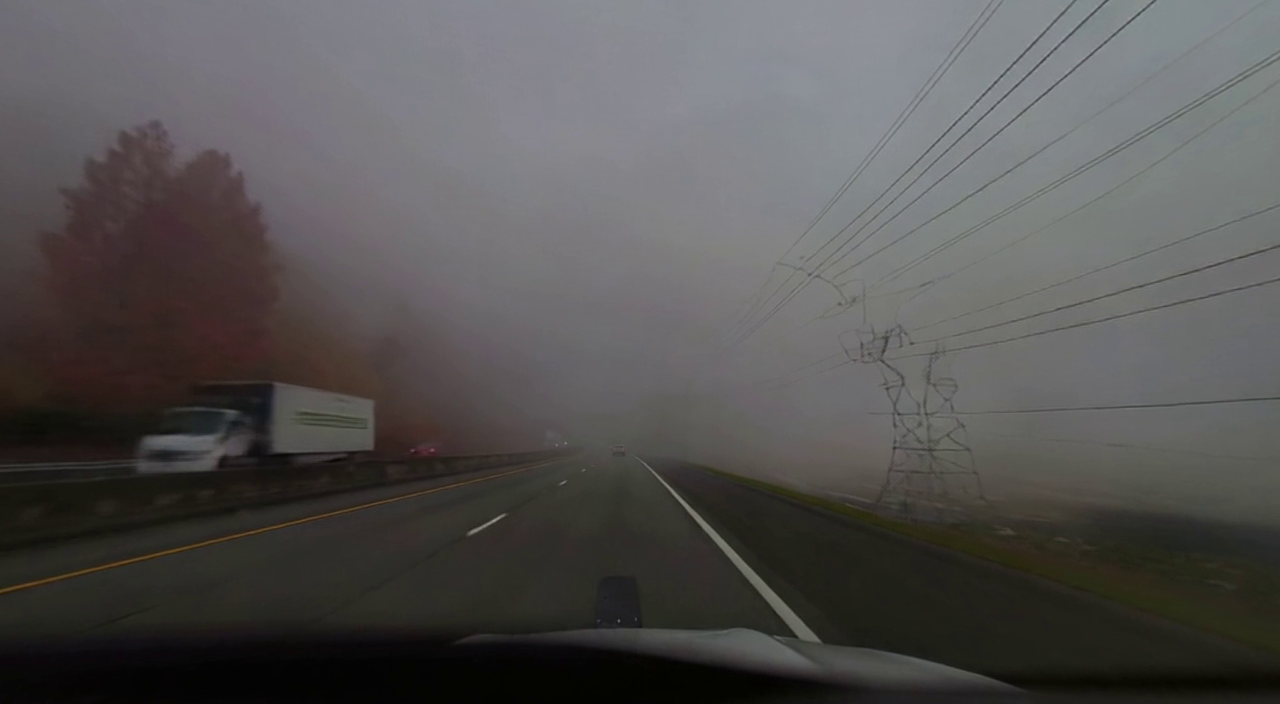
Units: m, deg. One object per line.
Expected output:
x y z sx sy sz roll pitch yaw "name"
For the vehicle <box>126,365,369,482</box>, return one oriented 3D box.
-15.866 3.314 27.241 3.006 3.924 11.966 0 -9 -1 "vehicle"
